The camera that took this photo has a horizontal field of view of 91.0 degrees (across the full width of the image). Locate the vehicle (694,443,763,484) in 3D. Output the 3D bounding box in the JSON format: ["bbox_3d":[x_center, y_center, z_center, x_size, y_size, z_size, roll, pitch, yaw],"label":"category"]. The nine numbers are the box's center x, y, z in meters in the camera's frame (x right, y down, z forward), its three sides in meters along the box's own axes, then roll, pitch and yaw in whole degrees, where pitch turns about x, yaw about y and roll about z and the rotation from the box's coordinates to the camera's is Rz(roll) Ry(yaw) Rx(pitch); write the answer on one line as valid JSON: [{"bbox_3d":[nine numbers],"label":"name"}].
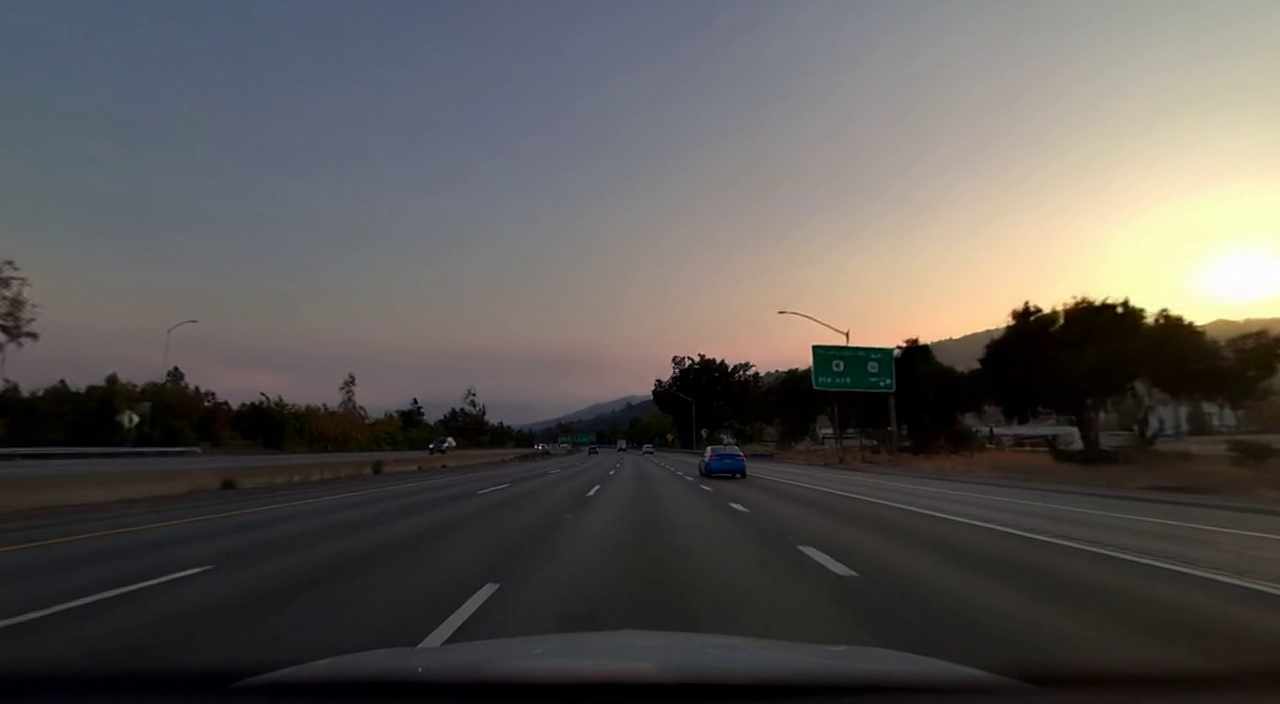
[{"bbox_3d":[3.407,4.402,25.196,2.033,1.501,4.398,0,-9,-1],"label":"vehicle"}]
